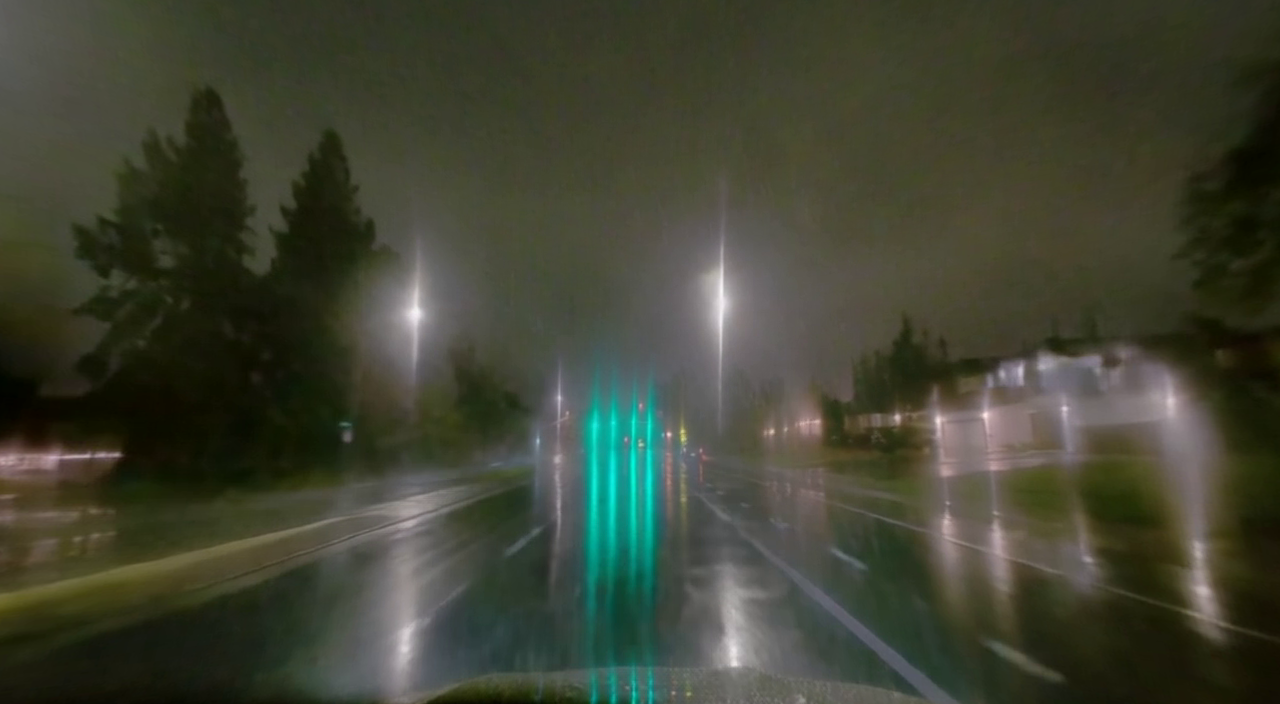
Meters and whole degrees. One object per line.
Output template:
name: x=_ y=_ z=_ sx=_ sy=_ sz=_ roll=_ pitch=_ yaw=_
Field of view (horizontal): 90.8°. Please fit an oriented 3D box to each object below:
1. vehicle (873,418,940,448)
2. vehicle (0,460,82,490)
vehicle: x=15.017 y=4.629 z=35.875 sx=1.908 sy=1.610 sz=4.582 roll=0 pitch=-8 yaw=2
vehicle: x=-34.132 y=6.884 z=35.631 sx=1.774 sy=1.430 sz=4.131 roll=0 pitch=-8 yaw=-5
